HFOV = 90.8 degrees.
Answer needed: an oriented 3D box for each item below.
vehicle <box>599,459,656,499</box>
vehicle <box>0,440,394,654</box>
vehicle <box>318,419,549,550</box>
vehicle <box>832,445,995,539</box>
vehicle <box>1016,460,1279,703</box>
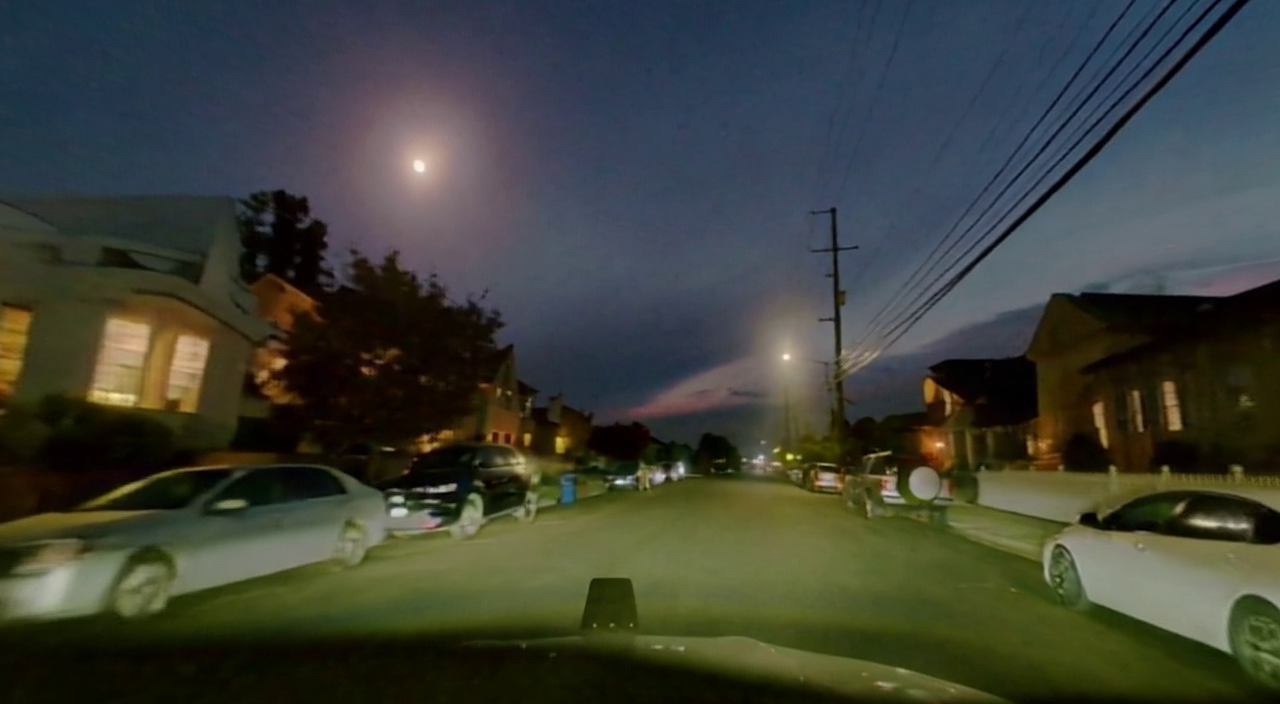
[{"bbox_3d":[-0.505,6.072,30.535,1.971,1.648,4.638,-1,-9,9],"label":"vehicle"},{"bbox_3d":[-4.755,1.805,6.688,1.823,1.427,4.407,-4,-12,12],"label":"vehicle"},{"bbox_3d":[-3.646,2.564,12.448,2.194,1.995,4.814,-4,-11,11],"label":"vehicle"},{"bbox_3d":[7.086,3.619,17.292,2.547,2.075,5.693,-1,-9,7],"label":"vehicle"},{"bbox_3d":[4.961,1.641,4.808,1.973,1.517,4.604,-1,-9,9],"label":"vehicle"}]
